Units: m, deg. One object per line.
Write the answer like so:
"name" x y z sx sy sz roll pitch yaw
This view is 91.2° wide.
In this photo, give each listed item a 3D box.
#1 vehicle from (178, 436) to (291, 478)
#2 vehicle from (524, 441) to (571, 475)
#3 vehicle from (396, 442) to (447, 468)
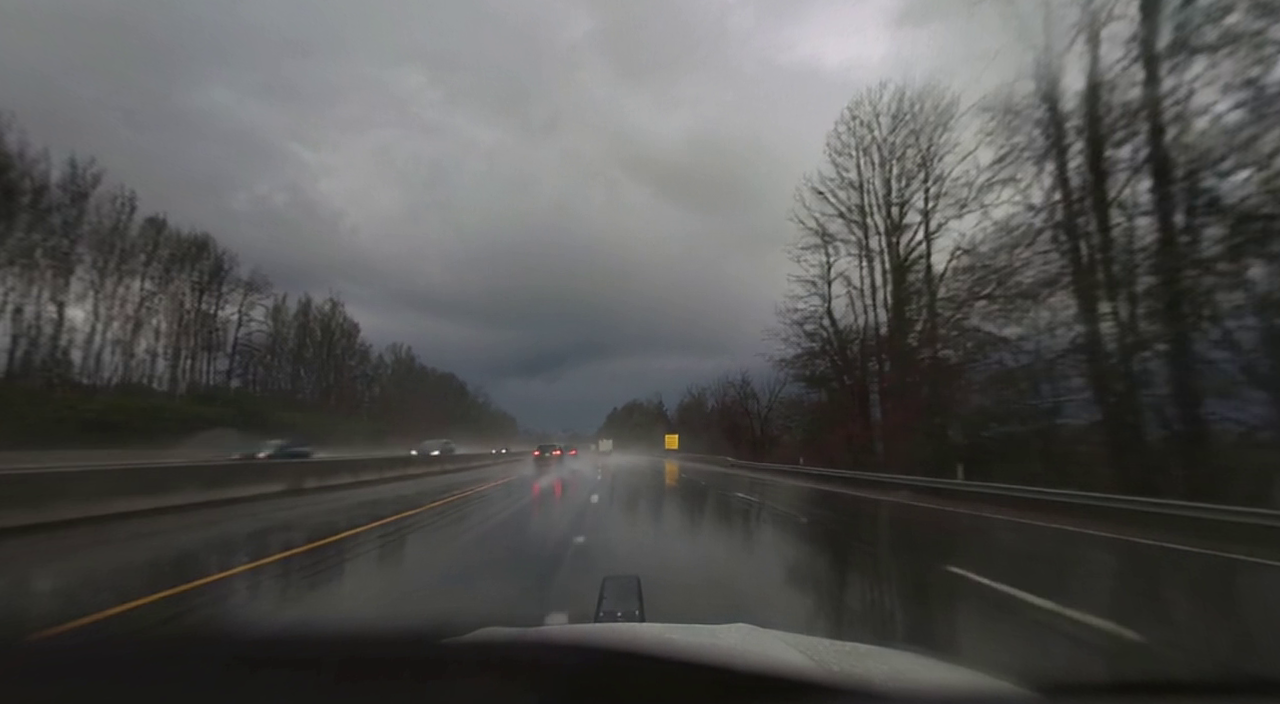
"vehicle" -17.152 4.472 26.857 1.899 1.607 4.653 0 -9 -3
"vehicle" -4.890 5.676 33.809 2.151 1.693 4.201 0 -9 -3
"vehicle" -13.835 6.533 39.930 1.897 1.523 4.603 0 -9 -4
